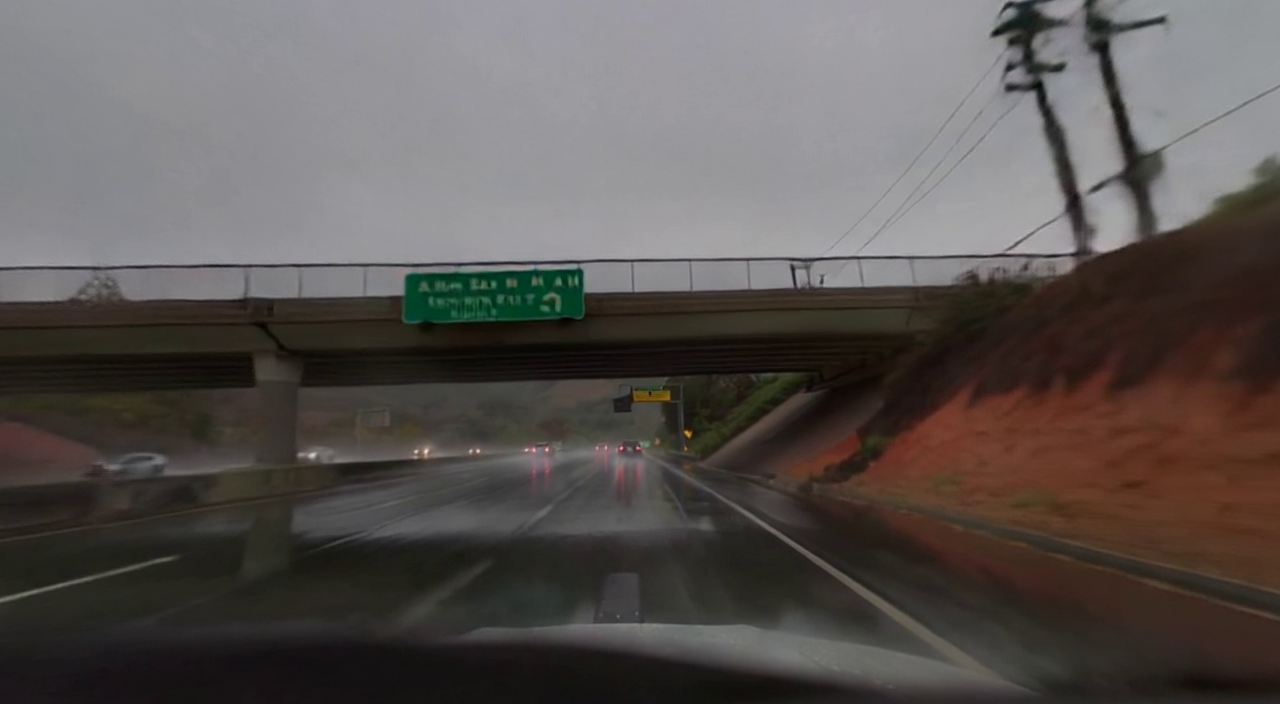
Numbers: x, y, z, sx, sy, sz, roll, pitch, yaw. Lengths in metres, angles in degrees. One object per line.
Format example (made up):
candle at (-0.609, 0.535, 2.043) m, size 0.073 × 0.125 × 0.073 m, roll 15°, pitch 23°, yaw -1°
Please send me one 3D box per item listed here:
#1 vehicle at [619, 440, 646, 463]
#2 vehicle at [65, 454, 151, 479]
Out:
vehicle at (-0.605, 7.834, 49.995) m, size 2.063 × 1.715 × 4.299 m, roll 0°, pitch -8°, yaw -1°
vehicle at (-36.452, 7.821, 43.439) m, size 1.839 × 1.424 × 4.645 m, roll 0°, pitch -8°, yaw 1°
